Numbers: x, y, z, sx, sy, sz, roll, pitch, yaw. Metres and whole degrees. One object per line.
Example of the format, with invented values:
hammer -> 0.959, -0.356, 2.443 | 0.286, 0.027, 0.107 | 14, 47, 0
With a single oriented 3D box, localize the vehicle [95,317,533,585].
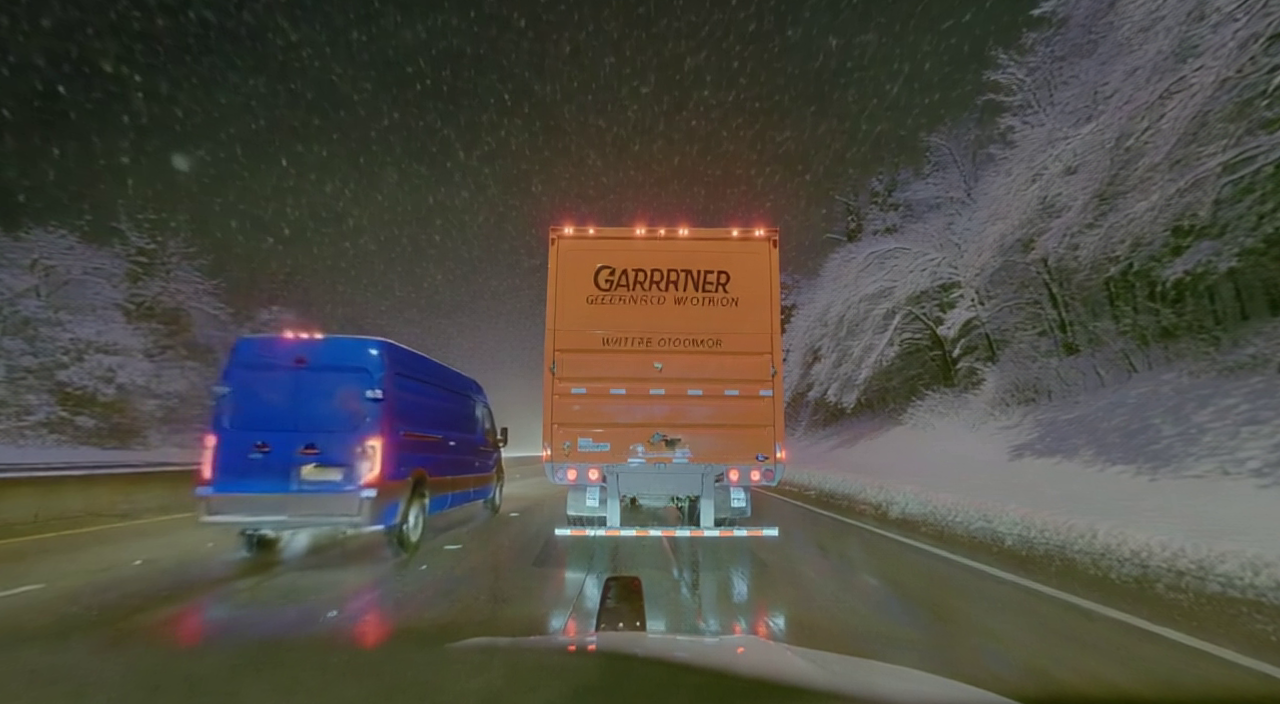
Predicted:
vehicle -> -4.400, 1.877, 12.212 | 2.790, 2.893, 10.715 | 0, -9, 0

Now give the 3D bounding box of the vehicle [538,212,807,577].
vehicle -> 0.478, 1.215, 12.226 | 2.853, 4.054, 10.557 | 0, -9, 2
